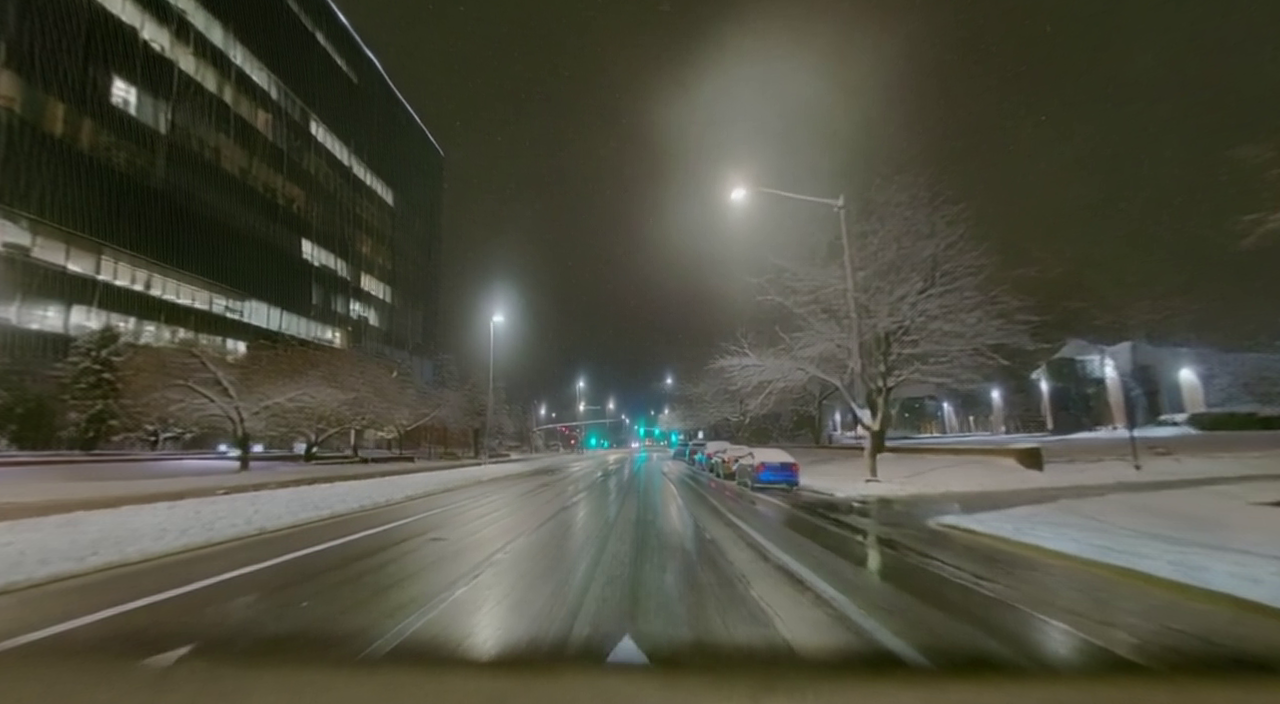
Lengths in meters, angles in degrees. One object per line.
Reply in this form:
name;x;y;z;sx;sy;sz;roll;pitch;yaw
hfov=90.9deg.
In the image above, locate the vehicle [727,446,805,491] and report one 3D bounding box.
vehicle;4.421;4.143;22.762;1.872;1.420;4.201;0;-8;-1
